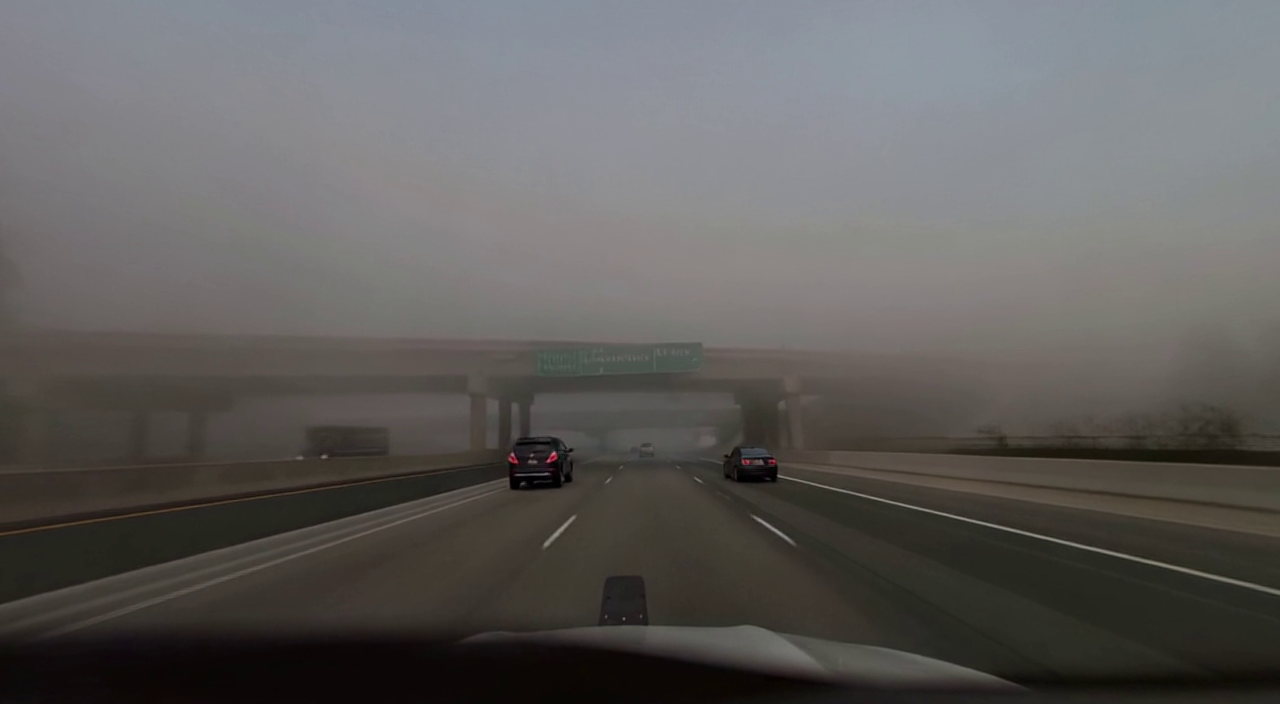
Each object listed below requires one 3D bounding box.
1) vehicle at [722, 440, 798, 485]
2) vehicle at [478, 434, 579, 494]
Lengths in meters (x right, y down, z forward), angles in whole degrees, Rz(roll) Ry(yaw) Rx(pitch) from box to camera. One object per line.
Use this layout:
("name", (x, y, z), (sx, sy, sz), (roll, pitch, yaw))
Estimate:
("vehicle", (4.264, 3.995, 23.111), (1.908, 1.483, 4.259), (0, -8, -1))
("vehicle", (-3.467, 3.603, 20.739), (2.259, 1.706, 4.924), (0, -8, 2))
